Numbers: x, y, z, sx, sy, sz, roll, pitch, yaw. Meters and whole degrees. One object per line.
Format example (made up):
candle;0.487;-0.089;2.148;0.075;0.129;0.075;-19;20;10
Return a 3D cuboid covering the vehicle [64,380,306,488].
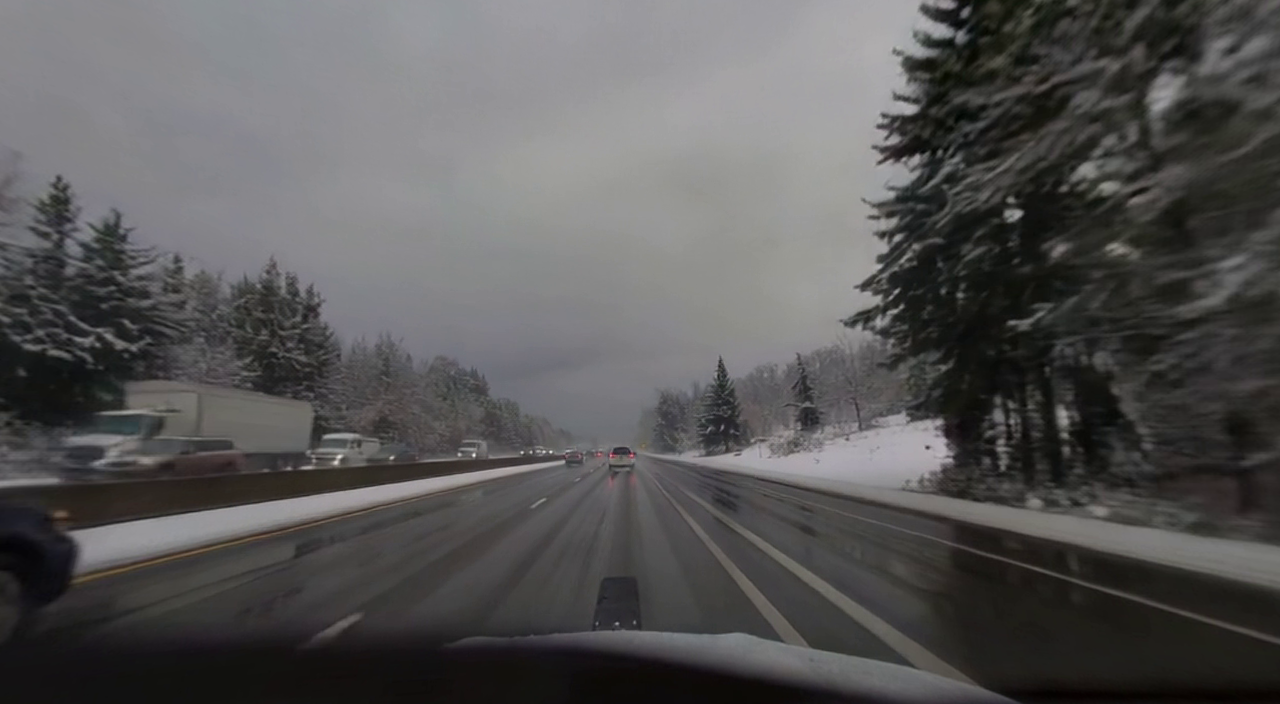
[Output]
vehicle;-18.357;3.589;26.663;2.988;3.698;10.089;0;-9;-2

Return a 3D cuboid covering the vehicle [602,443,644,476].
vehicle;-0.930;5.855;34.198;2.115;1.661;4.049;0;-9;-2

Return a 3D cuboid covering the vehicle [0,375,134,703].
vehicle;-4.278;0.730;1.639;1.974;1.688;4.727;0;-9;-1

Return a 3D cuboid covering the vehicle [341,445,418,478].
vehicle;-13.095;5.509;31.882;1.946;1.512;4.747;0;-9;-1

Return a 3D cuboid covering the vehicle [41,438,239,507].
vehicle;-12.597;3.042;16.202;1.881;1.507;3.991;0;-9;-1
